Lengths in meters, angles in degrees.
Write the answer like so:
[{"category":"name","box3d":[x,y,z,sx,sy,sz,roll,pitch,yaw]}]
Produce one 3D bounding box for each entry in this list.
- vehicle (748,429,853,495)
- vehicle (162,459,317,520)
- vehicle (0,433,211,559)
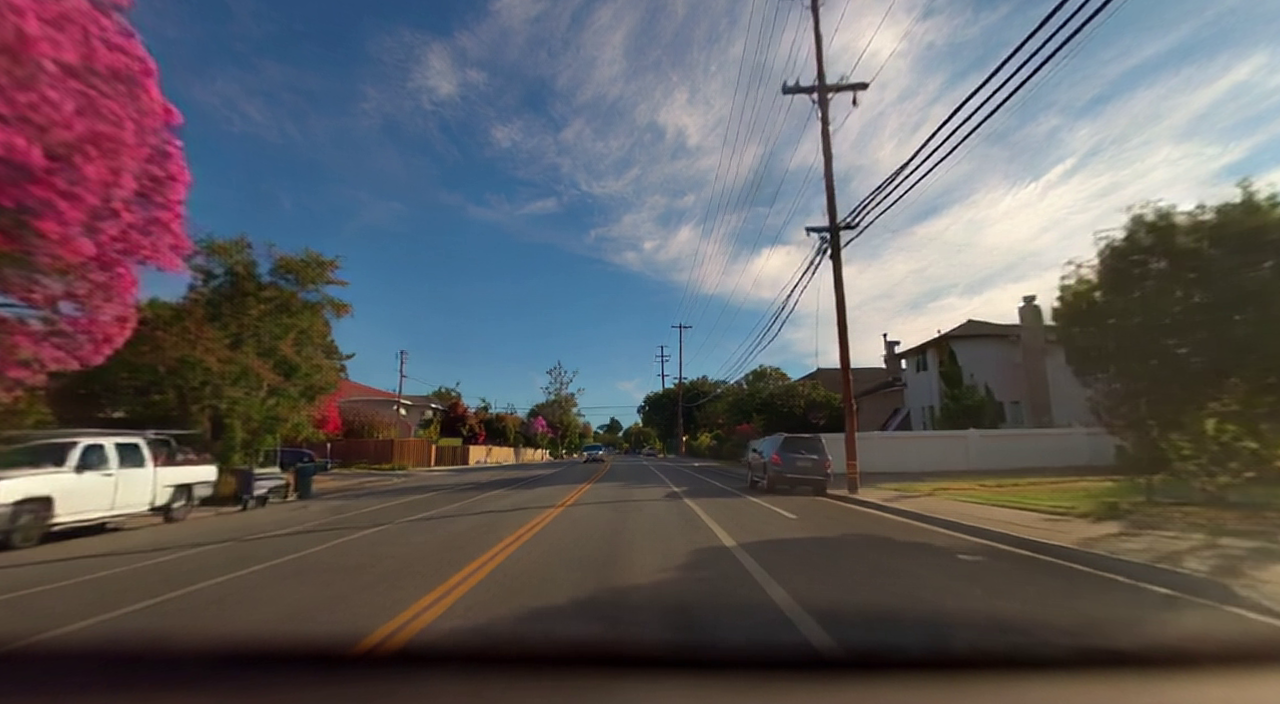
[{"category":"vehicle","box3d":[5.368,3.766,22.038,2.238,1.995,5.491,0,-9,0]},{"category":"vehicle","box3d":[-13.256,4.534,21.378,2.106,1.606,4.804,-2,-8,0]},{"category":"vehicle","box3d":[-12.936,3.050,14.389,2.331,2.265,5.888,-2,-7,-1]}]
